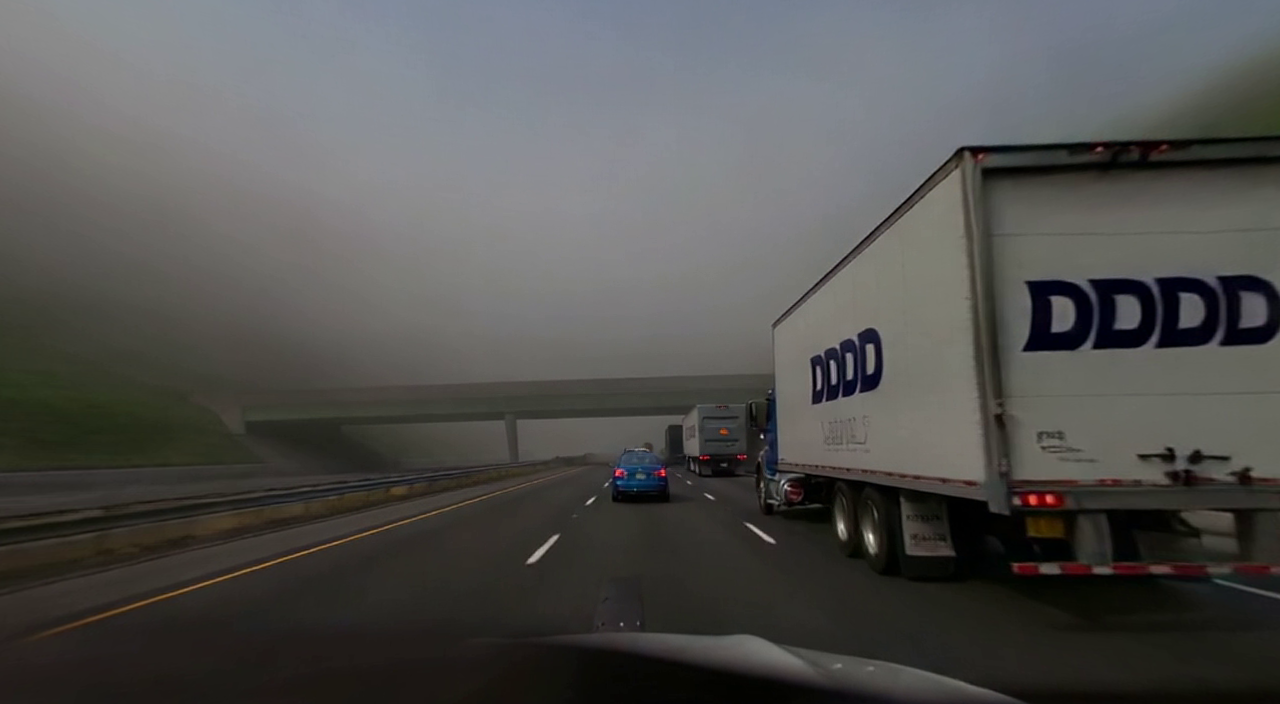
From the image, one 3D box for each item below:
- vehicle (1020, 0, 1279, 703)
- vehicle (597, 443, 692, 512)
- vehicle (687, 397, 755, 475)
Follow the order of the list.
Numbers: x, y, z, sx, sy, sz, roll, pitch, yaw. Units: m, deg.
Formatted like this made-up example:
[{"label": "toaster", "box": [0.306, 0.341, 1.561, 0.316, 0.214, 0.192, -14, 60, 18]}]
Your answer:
[{"label": "vehicle", "box": [4.120, -0.509, 0.140, 2.802, 3.956, 8.291, 0, -9, 0]}, {"label": "vehicle", "box": [0.101, 2.980, 15.396, 2.029, 1.437, 3.794, 0, -9, 0]}, {"label": "vehicle", "box": [4.522, 5.068, 37.305, 2.801, 4.039, 8.684, 0, -9, 0]}]
